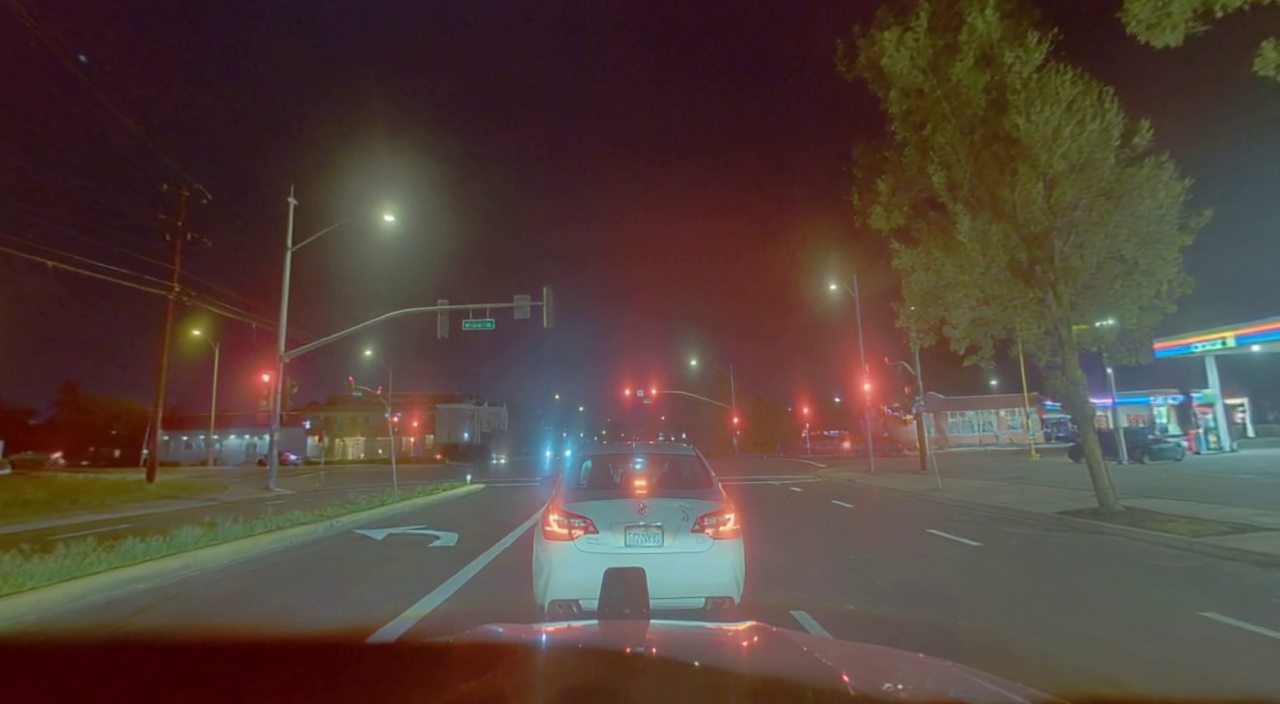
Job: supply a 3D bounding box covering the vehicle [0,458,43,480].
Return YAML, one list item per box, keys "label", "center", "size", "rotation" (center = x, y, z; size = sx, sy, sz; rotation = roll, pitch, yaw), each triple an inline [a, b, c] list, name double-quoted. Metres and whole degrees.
- label: "vehicle"
  center: [-44.862, 8.176, 44.163]
  size: [4.380, 1.409, 1.841]
  rotation: [-1, -8, 5]

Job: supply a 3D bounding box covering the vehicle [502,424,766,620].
- label: "vehicle"
  center: [-0.043, 1.600, 6.908]
  size: [2.010, 1.482, 4.057]
  rotation: [0, -8, 0]

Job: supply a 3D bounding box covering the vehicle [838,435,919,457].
- label: "vehicle"
  center: [16.483, 6.537, 43.690]
  size: [4.813, 1.455, 1.889]
  rotation: [-1, -8, 3]

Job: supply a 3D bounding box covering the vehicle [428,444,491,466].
- label: "vehicle"
  center: [-13.097, 7.461, 45.838]
  size: [3.975, 1.563, 1.755]
  rotation: [-1, -8, 5]

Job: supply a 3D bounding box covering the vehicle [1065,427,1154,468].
- label: "vehicle"
  center: [18.599, 3.755, 24.884]
  size: [4.091, 1.495, 2.053]
  rotation: [8, -12, -44]
